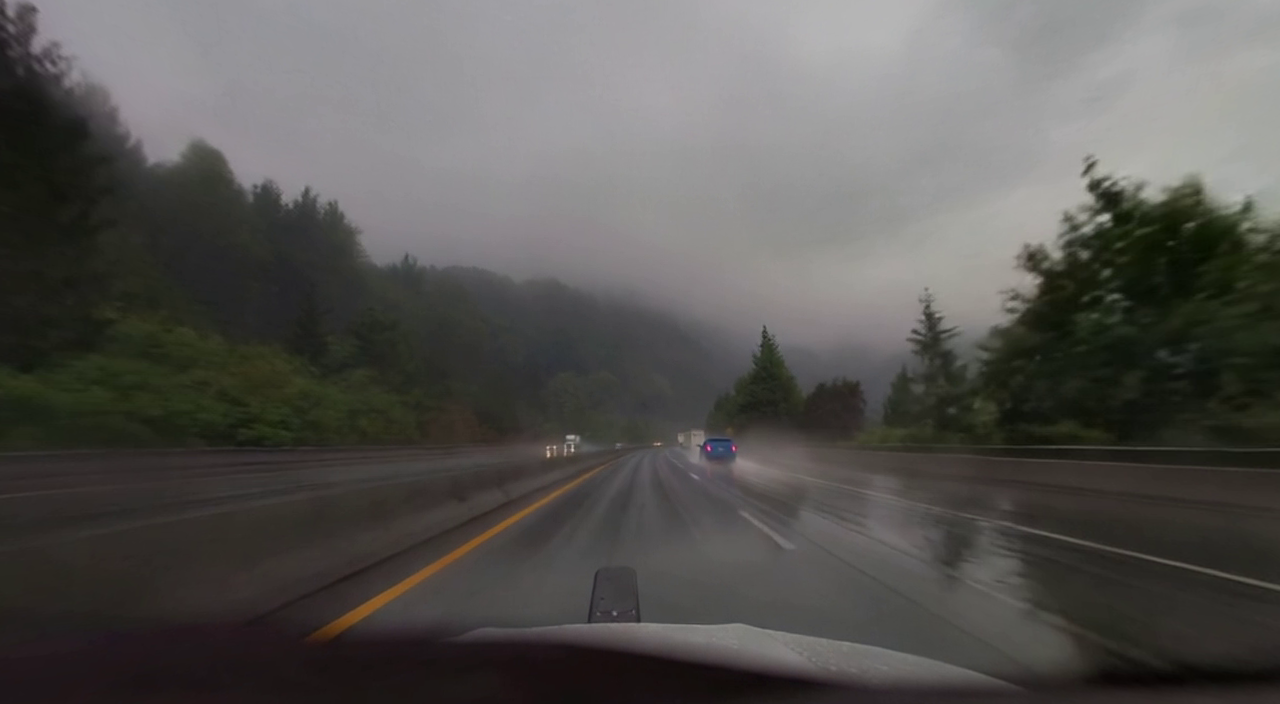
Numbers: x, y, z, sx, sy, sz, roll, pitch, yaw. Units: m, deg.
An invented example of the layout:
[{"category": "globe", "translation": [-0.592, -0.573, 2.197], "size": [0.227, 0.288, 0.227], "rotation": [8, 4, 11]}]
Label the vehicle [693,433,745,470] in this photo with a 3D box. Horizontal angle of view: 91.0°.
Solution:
[{"category": "vehicle", "translation": [3.811, 4.870, 31.094], "size": [2.022, 1.663, 4.245], "rotation": [0, -8, 0]}]
